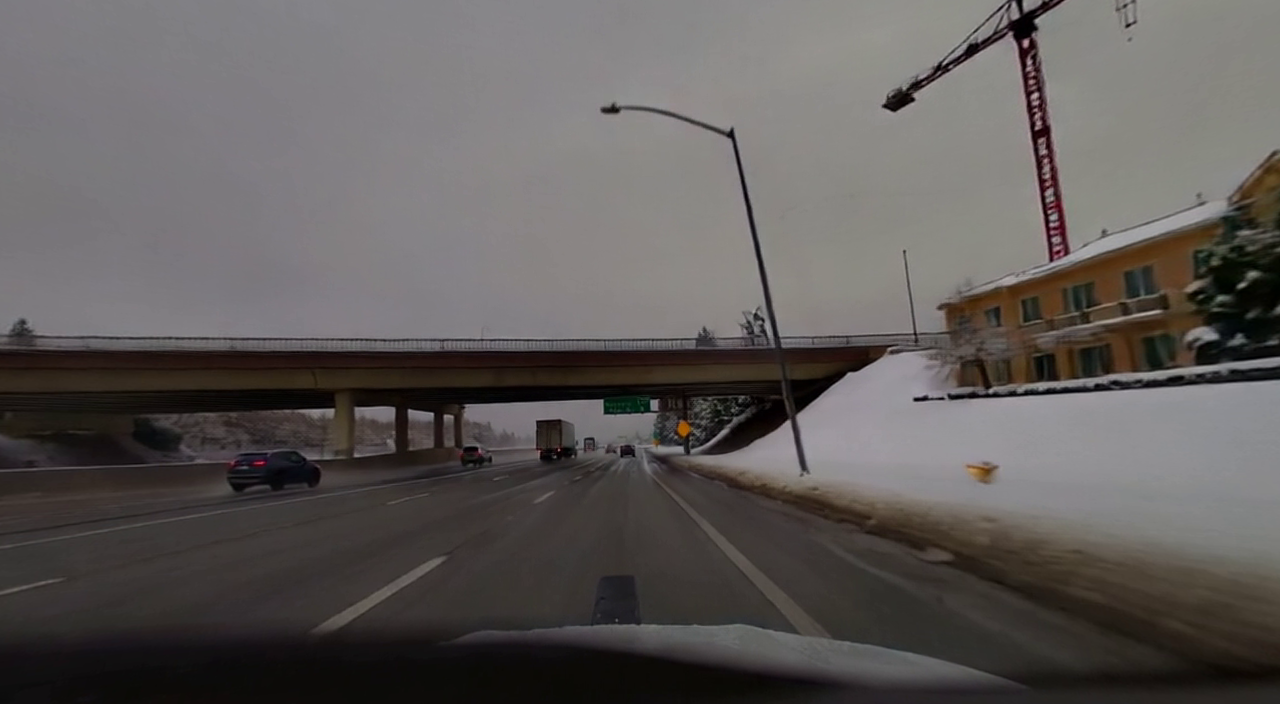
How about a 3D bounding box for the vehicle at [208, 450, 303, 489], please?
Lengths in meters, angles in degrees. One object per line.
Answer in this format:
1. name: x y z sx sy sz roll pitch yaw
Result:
1. vehicle: -19.210 5.863 31.871 1.932 1.752 4.541 -1 -8 0
